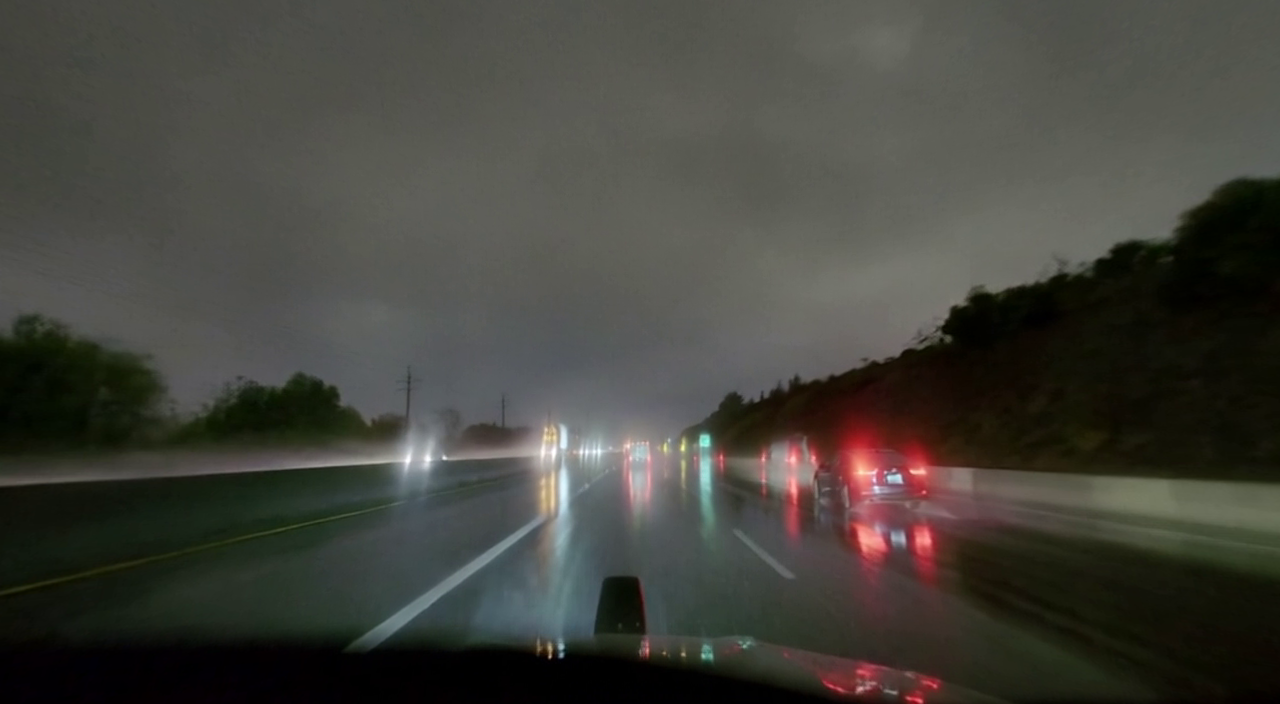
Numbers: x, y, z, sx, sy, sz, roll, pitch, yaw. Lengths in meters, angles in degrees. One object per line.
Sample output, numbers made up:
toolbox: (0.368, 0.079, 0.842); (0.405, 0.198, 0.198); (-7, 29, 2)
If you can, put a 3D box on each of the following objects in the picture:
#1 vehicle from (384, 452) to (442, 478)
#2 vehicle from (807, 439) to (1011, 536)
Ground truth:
vehicle: (-14.644, 7.303, 40.880); (1.916, 1.526, 4.581); (0, -9, 1)
vehicle: (4.792, 2.464, 12.035); (1.976, 1.495, 4.217); (0, -9, -1)
